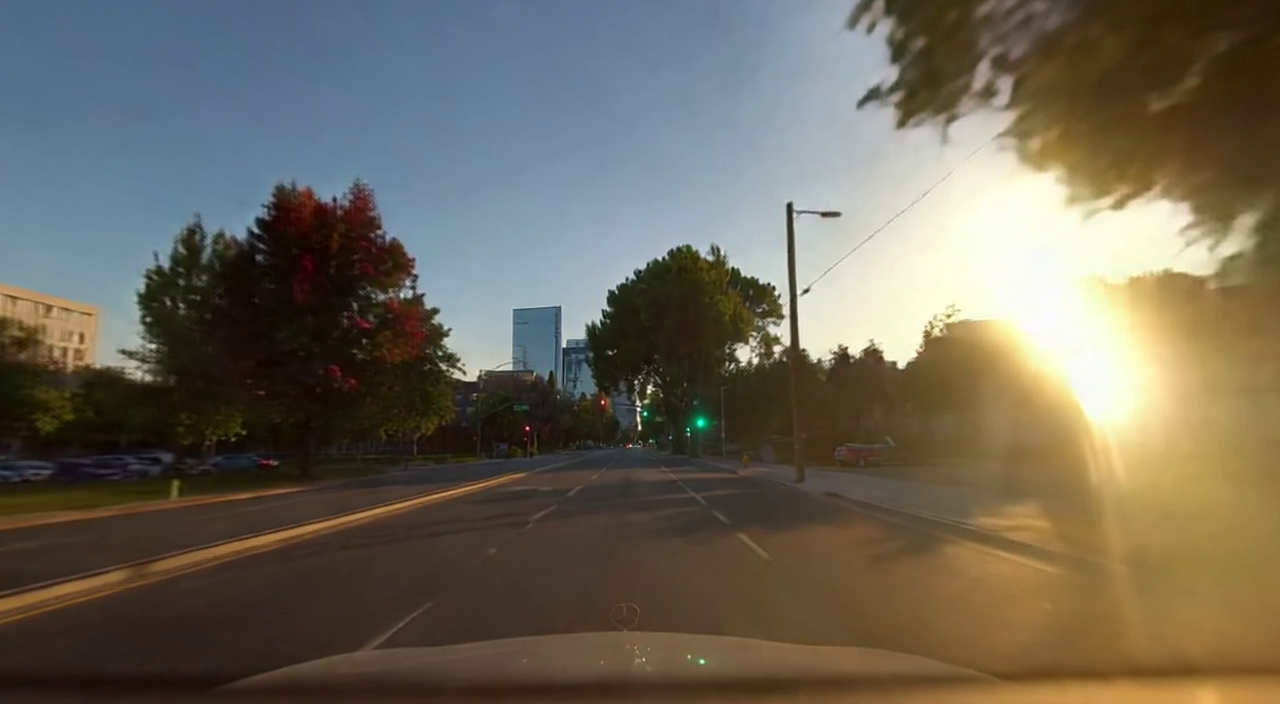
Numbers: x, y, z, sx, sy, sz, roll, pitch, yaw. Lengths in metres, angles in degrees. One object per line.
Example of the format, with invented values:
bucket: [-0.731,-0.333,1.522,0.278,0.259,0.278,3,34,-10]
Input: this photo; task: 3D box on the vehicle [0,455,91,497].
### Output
vehicle: [-24.687,4.806,24.588,4.600,1.506,2.143,0,-8,1]

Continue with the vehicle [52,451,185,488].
vehicle: [-24.593,5.531,29.954,4.377,1.668,1.977,1,-8,-6]
